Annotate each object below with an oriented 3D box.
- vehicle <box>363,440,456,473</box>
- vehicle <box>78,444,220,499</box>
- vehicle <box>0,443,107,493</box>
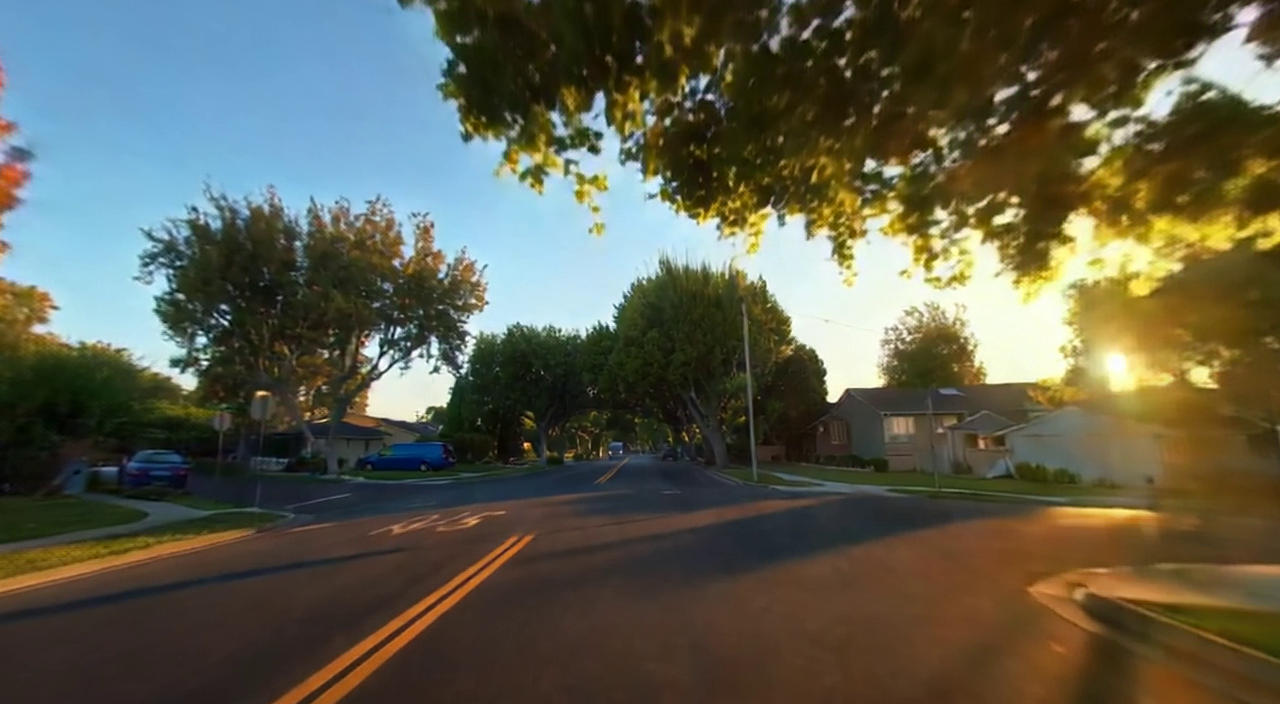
[{"bbox_3d":[-13.776,6.237,38.077,2.145,1.839,4.837,-6,-10,34],"label":"vehicle"},{"bbox_3d":[-17.528,4.193,22.537,4.876,1.763,2.016,-5,-10,27],"label":"vehicle"},{"bbox_3d":[-25.177,4.779,26.479,5.987,1.881,2.249,-5,-10,30],"label":"vehicle"}]
